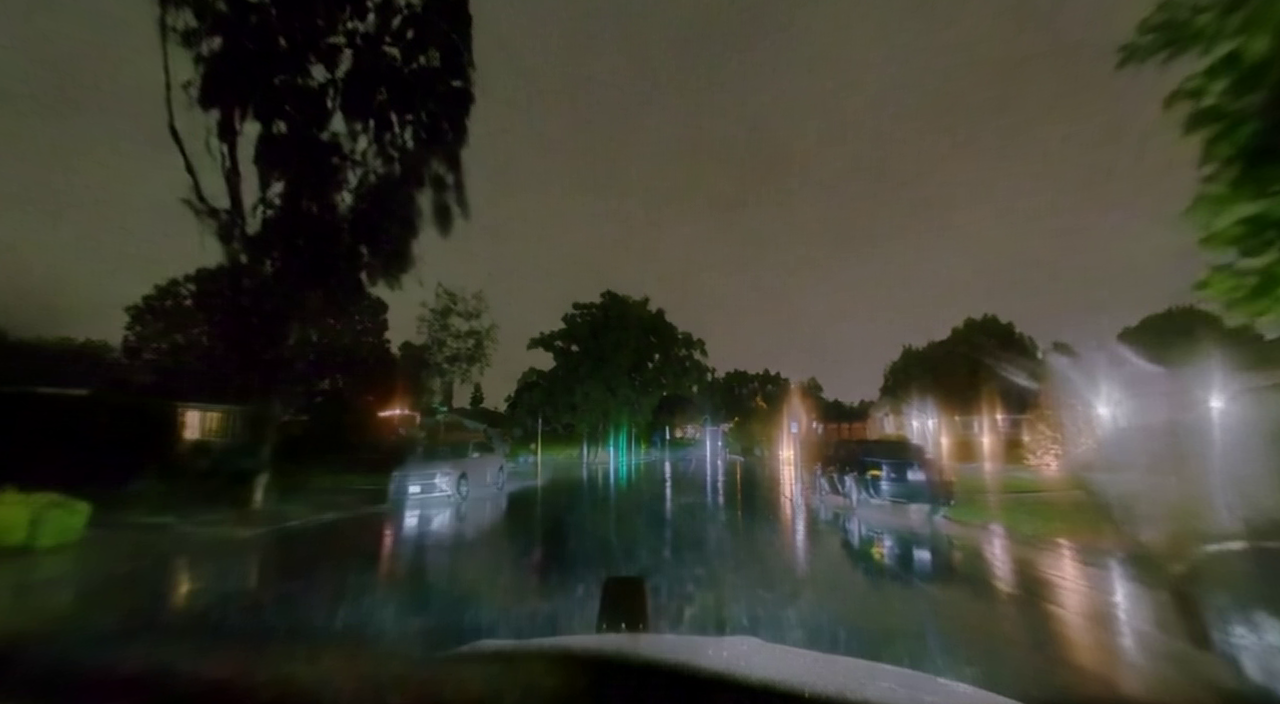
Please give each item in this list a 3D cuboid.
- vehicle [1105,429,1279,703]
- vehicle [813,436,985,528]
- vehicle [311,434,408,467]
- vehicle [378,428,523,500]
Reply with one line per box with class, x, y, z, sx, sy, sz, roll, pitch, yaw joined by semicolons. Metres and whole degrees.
vehicle;3.711;0.882;1.391;2.088;1.429;4.796;0;-8;6
vehicle;4.848;2.422;12.601;1.931;1.395;4.793;1;-7;7
vehicle;-17.180;6.069;38.735;4.879;1.867;2.234;2;-8;-4
vehicle;-4.805;2.987;16.695;1.943;1.433;4.717;-7;-11;6
